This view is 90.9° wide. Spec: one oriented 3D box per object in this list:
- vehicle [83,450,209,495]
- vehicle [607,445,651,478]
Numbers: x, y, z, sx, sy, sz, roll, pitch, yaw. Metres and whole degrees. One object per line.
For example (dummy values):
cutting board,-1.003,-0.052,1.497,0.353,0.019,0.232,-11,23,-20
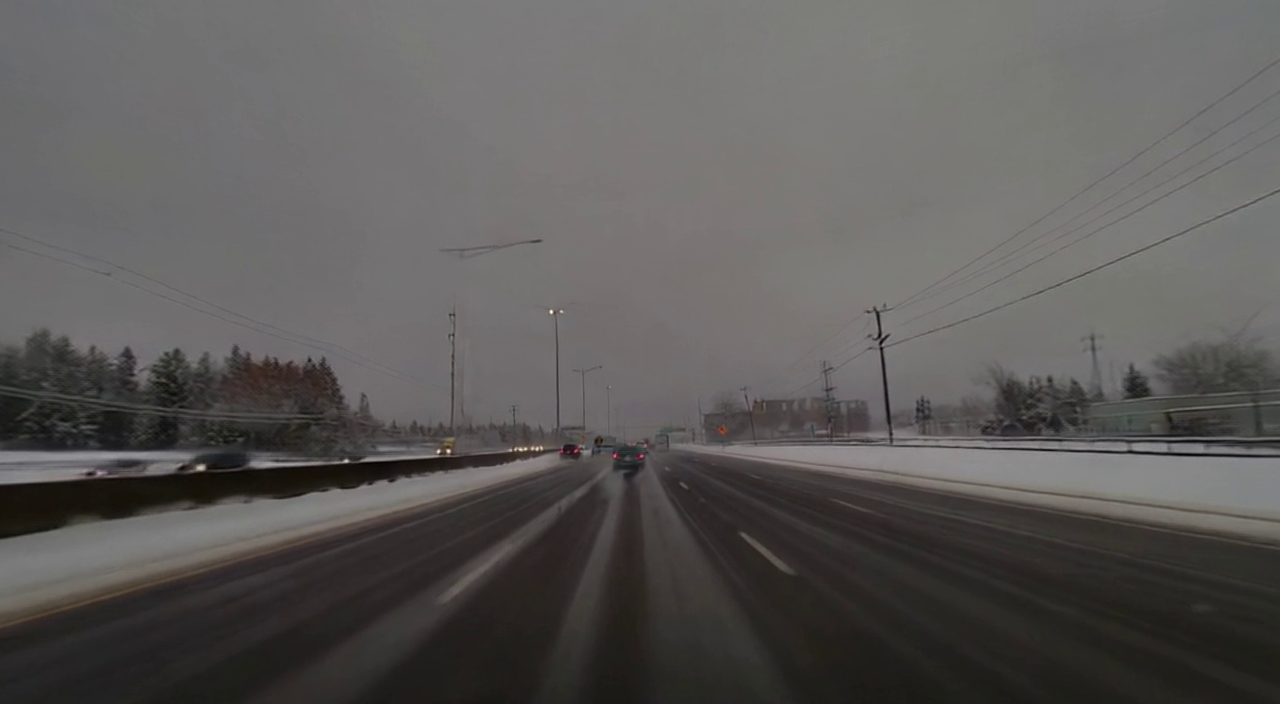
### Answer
vehicle,-16.466,4.006,21.238,1.512,1.346,3.310,0,-9,1
vehicle,-0.442,5.131,29.849,1.891,1.444,3.968,0,-9,2
